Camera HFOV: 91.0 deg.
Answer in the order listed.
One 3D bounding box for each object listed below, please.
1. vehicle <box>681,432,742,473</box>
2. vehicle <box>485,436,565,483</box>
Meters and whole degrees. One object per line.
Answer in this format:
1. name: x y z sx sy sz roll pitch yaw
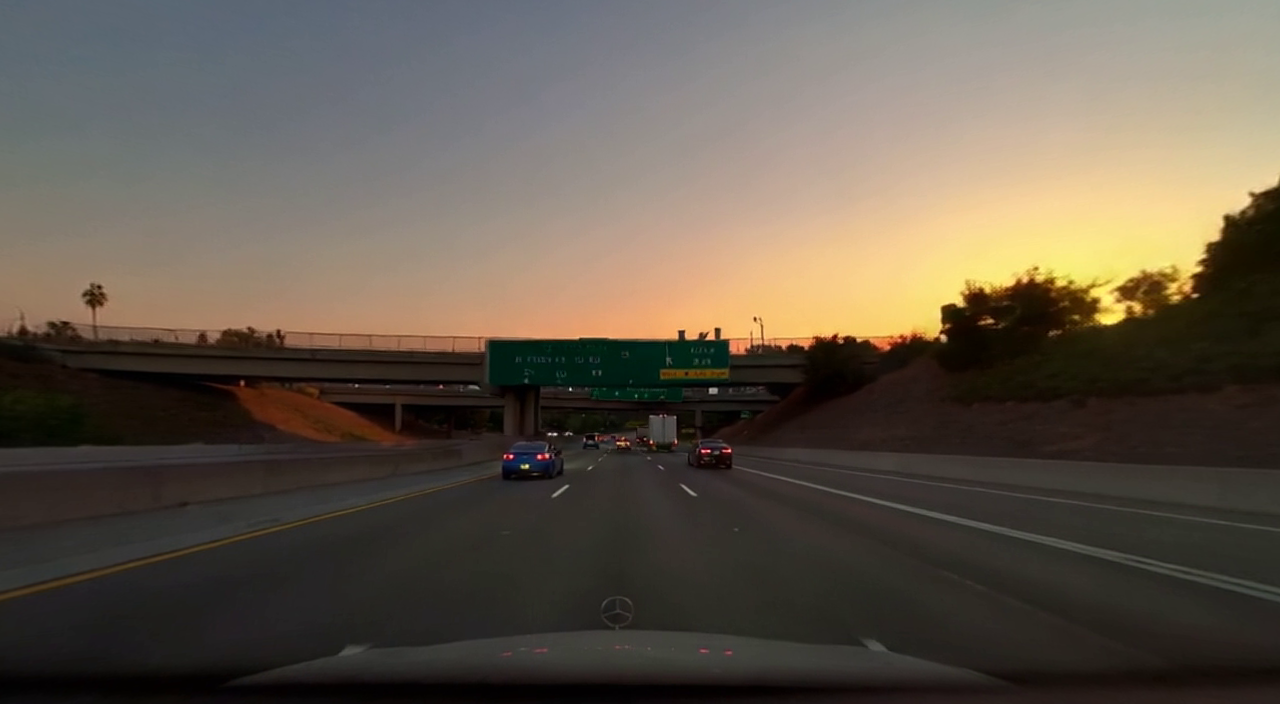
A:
1. vehicle: 2.993 4.304 27.135 2.001 1.625 4.088 0 -8 -2
2. vehicle: -3.959 3.771 22.451 2.064 1.479 4.370 0 -8 0
